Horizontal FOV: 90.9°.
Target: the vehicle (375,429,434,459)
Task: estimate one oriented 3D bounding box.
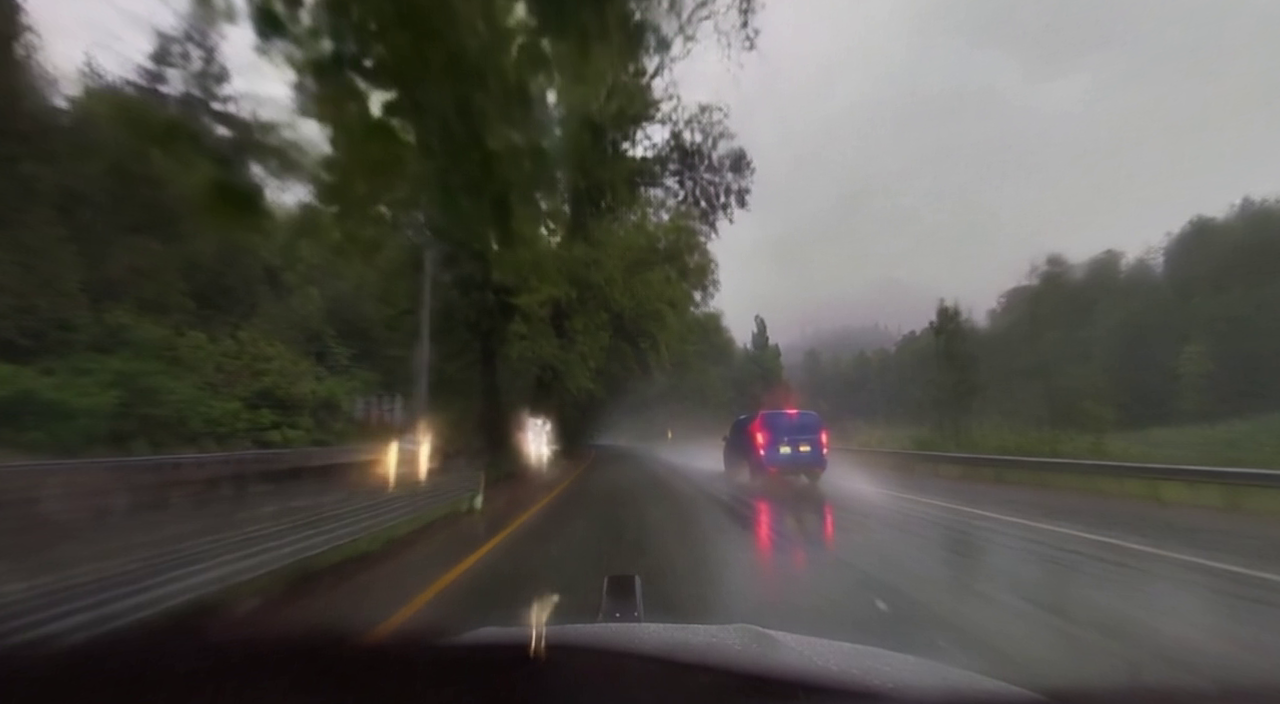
[{"bbox_3d":[-14.016,5.489,37.792,1.980,1.673,4.324,0,-8,-2],"label":"vehicle"}]

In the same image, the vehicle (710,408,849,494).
[{"bbox_3d":[3.213,2.389,15.647,2.240,1.801,4.545,0,-8,-2],"label":"vehicle"}]
